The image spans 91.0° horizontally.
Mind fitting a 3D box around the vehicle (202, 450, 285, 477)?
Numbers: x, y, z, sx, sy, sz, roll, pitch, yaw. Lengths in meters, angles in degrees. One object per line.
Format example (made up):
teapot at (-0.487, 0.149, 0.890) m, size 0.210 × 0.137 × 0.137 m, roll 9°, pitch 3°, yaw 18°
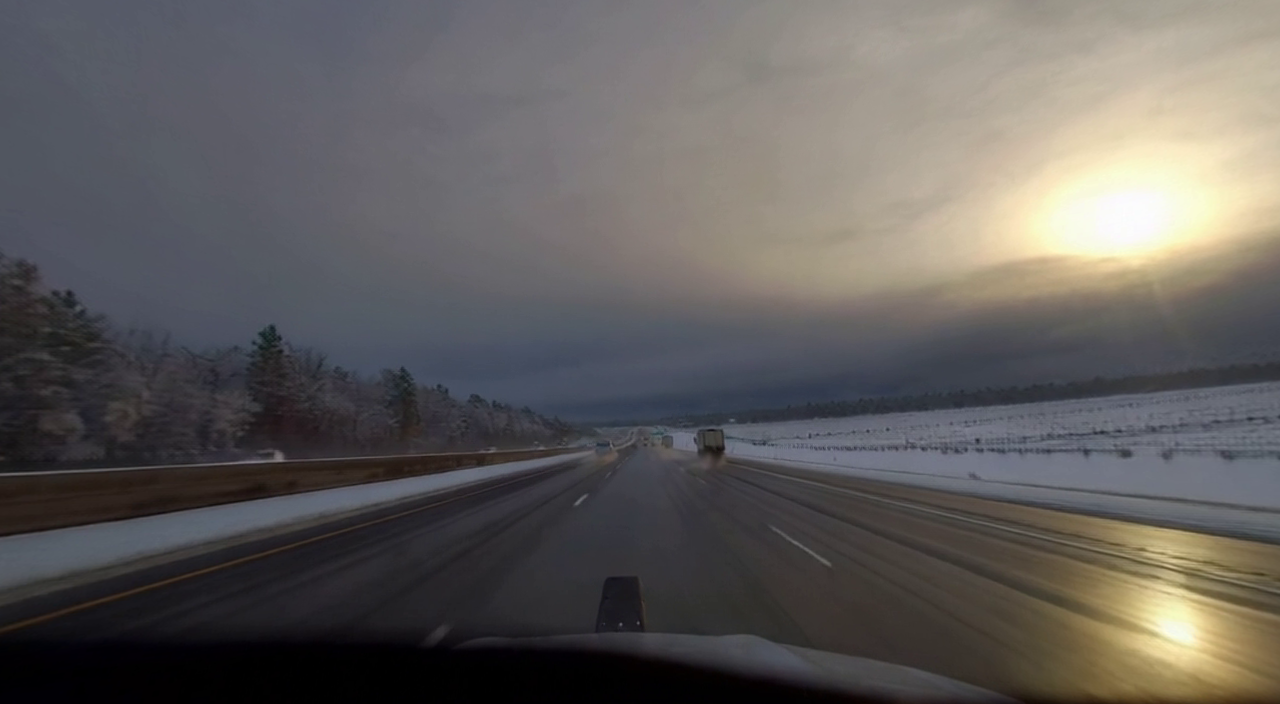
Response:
vehicle at (-24.465, 6.848, 39.099) m, size 1.991 × 1.525 × 4.792 m, roll 0°, pitch -8°, yaw 0°
